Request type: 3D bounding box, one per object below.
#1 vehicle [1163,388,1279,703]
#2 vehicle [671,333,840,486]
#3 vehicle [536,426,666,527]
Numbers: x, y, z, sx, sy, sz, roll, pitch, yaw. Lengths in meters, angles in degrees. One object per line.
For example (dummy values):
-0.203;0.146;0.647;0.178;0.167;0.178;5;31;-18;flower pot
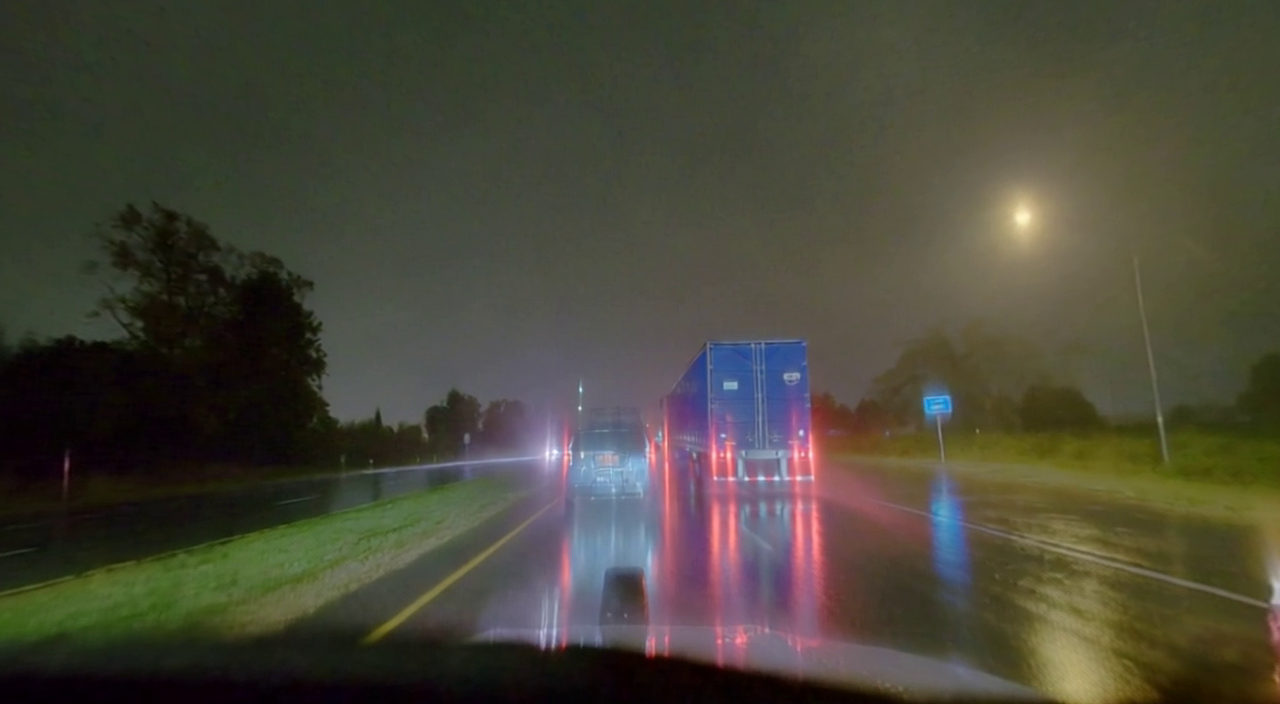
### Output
3.565;0.635;0.682;1.960;1.515;4.713;0;-8;1;vehicle
3.613;2.765;25.966;3.591;4.290;16.696;0;-8;-1;vehicle
-0.636;2.233;11.839;2.009;1.554;4.013;0;-8;-1;vehicle
